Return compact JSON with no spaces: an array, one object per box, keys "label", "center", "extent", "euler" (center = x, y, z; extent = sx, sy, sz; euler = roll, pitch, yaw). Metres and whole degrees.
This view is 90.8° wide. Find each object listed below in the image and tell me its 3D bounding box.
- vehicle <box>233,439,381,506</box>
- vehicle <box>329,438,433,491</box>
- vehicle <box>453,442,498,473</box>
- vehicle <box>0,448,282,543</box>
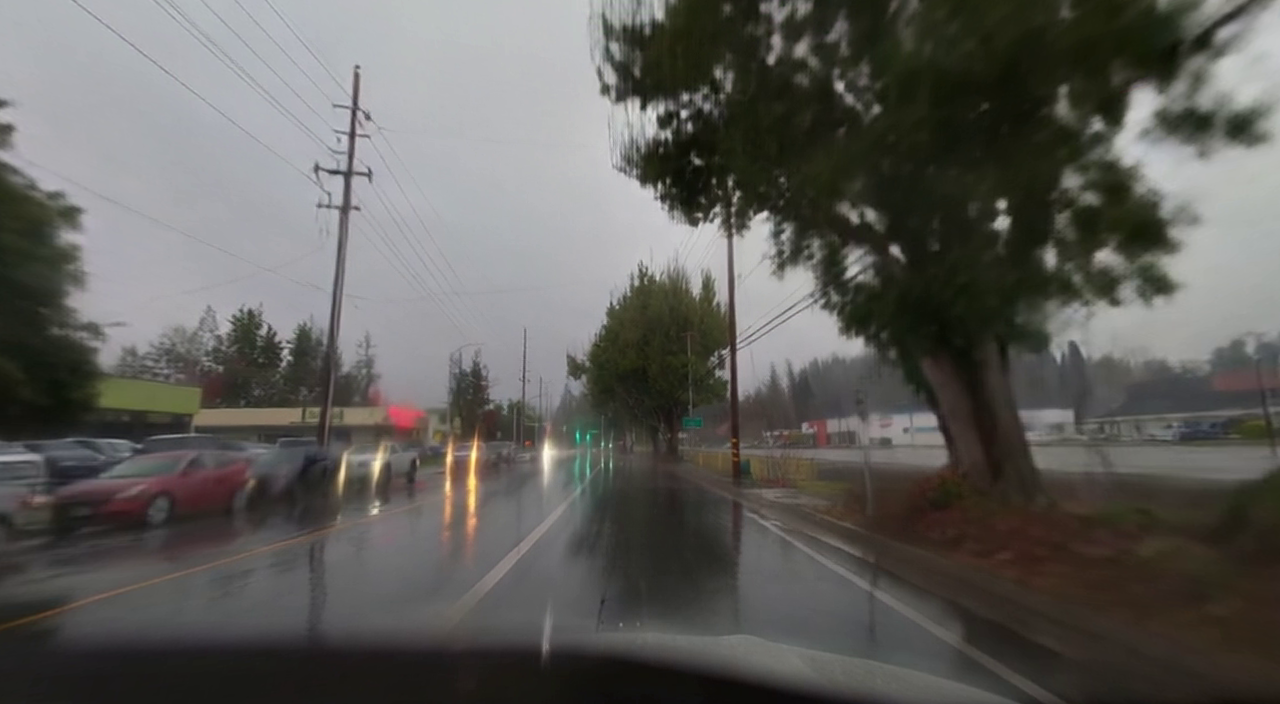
[{"label":"vehicle","center":[-9.592,3.475,18.726],"extent":[2.027,1.719,4.575],"euler":[0,-9,-3]},{"label":"vehicle","center":[-9.725,4.258,24.265],"extent":[1.983,1.799,5.276],"euler":[0,-9,-3]},{"label":"vehicle","center":[-10.678,6.845,41.326],"extent":[2.016,1.872,5.297],"euler":[1,-9,-6]},{"label":"vehicle","center":[-9.248,2.639,12.383],"extent":[1.878,1.471,4.698],"euler":[0,-9,-2]}]
